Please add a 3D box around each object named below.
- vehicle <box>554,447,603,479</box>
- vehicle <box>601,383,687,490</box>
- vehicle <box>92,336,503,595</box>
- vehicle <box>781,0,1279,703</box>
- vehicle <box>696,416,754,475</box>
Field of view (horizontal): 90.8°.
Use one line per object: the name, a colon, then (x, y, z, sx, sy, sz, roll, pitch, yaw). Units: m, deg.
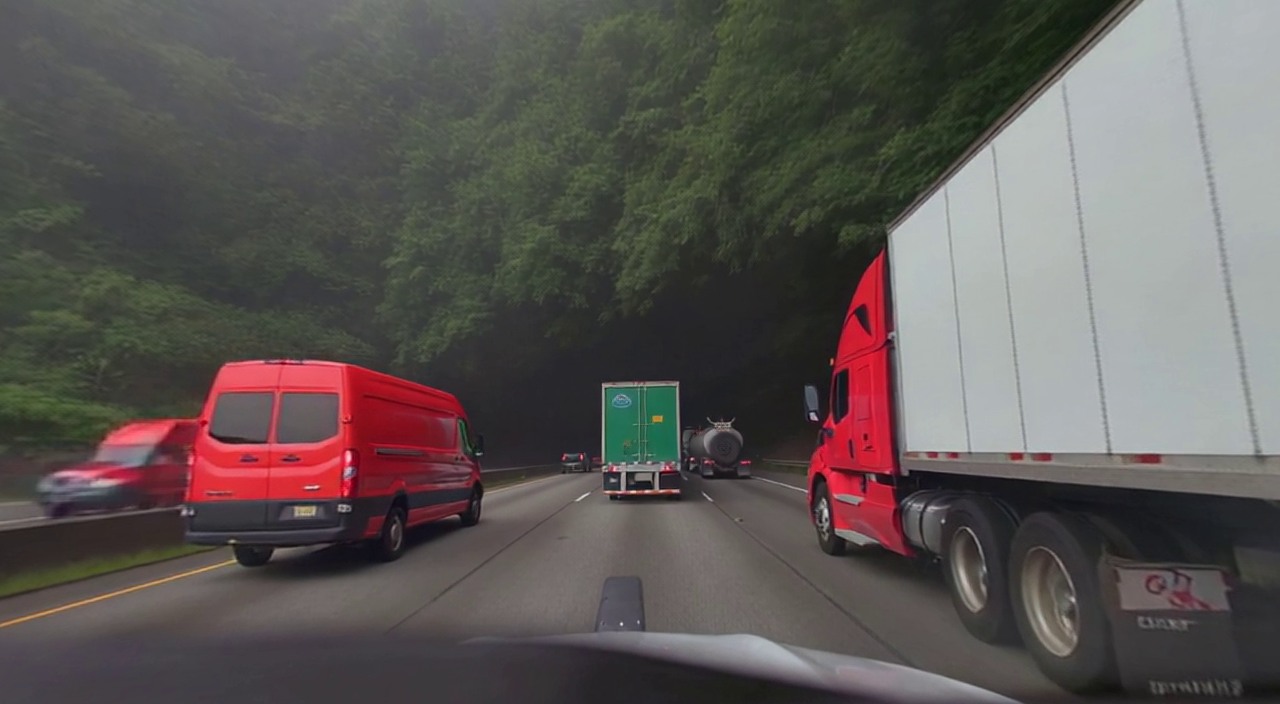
vehicle: (-3.342, 6.127, 35.084, 2.134, 1.652, 4.439, 0, -9, 2)
vehicle: (0.060, 3.468, 25.137, 2.773, 3.455, 9.118, 0, -9, -1)
vehicle: (-4.088, 1.600, 9.487, 2.525, 2.572, 6.260, 0, -9, 1)
vehicle: (4.349, 0.205, 6.178, 3.139, 4.152, 11.915, 0, -9, 0)
vehicle: (5.651, 6.546, 43.871, 2.706, 3.500, 11.483, 0, -9, 1)
